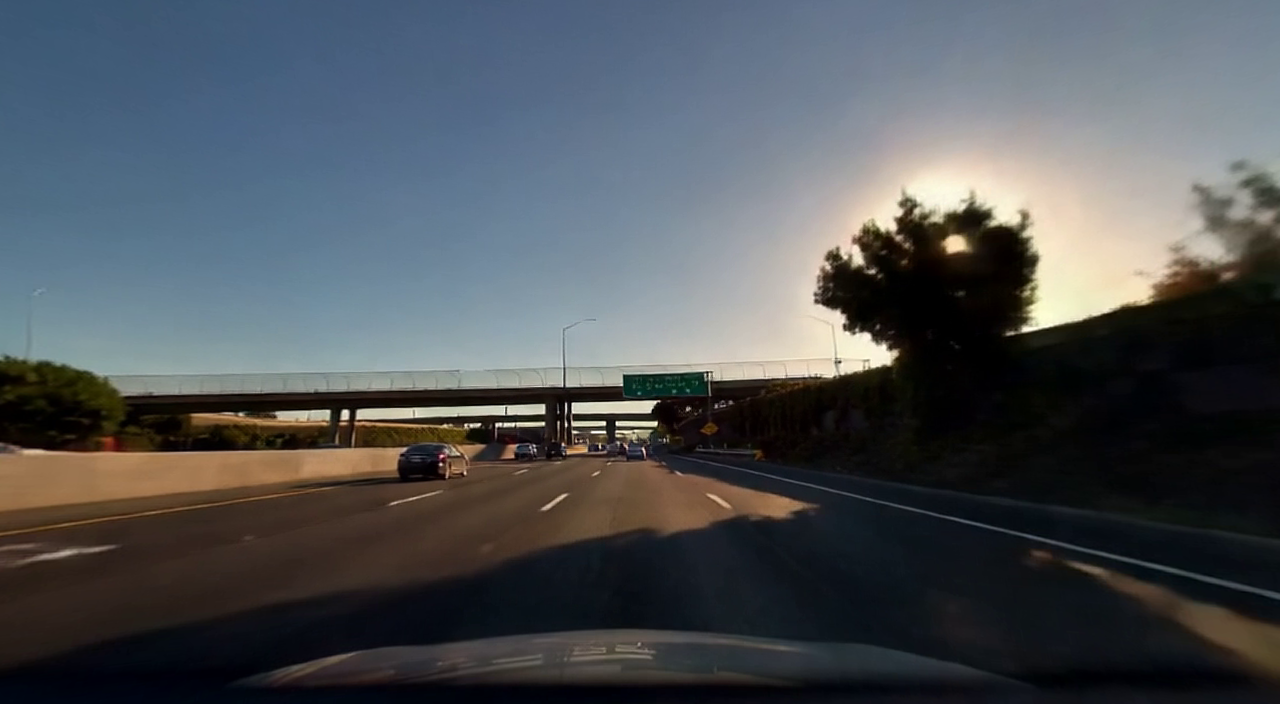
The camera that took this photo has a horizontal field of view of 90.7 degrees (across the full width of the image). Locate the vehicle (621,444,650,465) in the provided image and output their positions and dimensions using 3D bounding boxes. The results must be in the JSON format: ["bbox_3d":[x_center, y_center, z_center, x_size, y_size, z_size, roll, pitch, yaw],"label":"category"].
[{"bbox_3d":[-0.351,7.524,46.755,2.086,1.472,4.168,0,-8,-1],"label":"vehicle"}]

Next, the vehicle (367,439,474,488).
[{"bbox_3d":[-7.364,3.786,21.801,1.994,1.487,4.605,0,-8,0],"label":"vehicle"}]
